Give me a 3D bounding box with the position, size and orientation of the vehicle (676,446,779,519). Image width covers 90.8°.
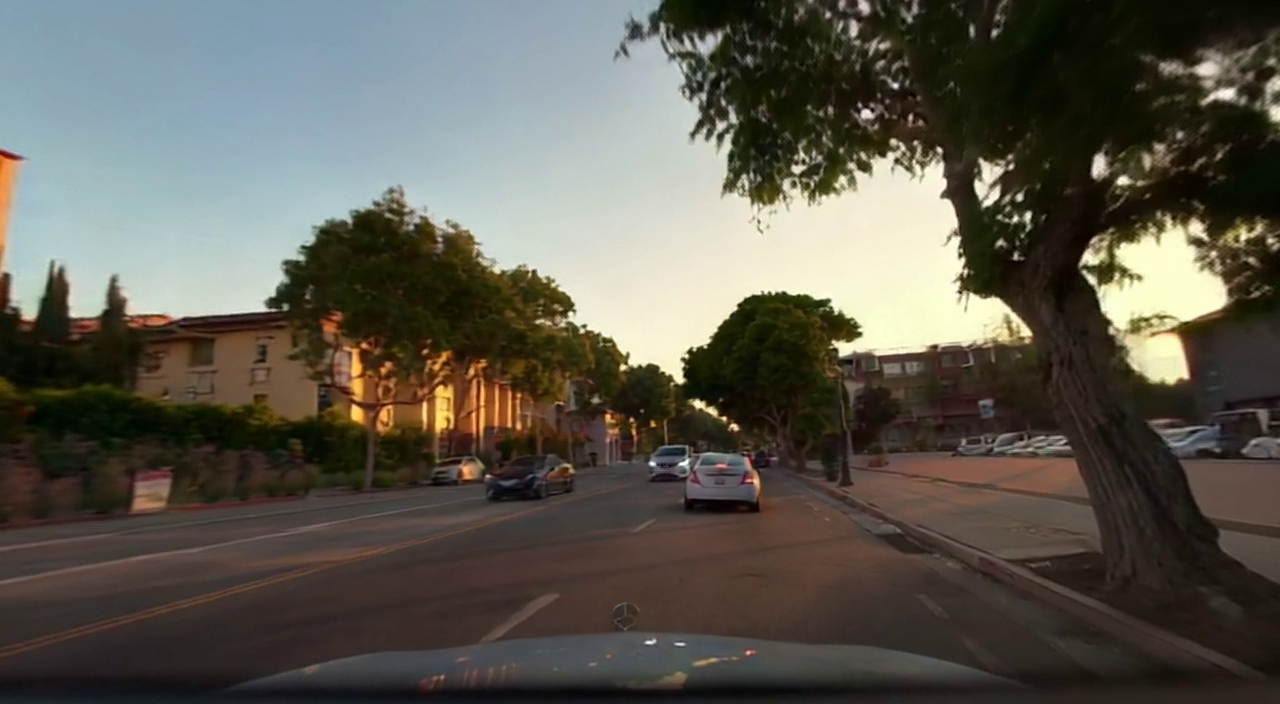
[{"bbox_3d":[2.169,3.057,15.429,2.116,1.479,4.358,-2,-9,9],"label":"vehicle"}]

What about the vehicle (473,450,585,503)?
[{"bbox_3d":[-3.459,4.003,20.798,2.170,1.465,4.648,-2,-9,10],"label":"vehicle"}]

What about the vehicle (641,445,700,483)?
[{"bbox_3d":[1.596,5.475,31.323,2.294,1.695,4.792,-2,-9,10],"label":"vehicle"}]

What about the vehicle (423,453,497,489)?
[{"bbox_3d":[-9.222,6.113,32.702,1.982,1.445,4.458,-7,-9,7],"label":"vehicle"}]
